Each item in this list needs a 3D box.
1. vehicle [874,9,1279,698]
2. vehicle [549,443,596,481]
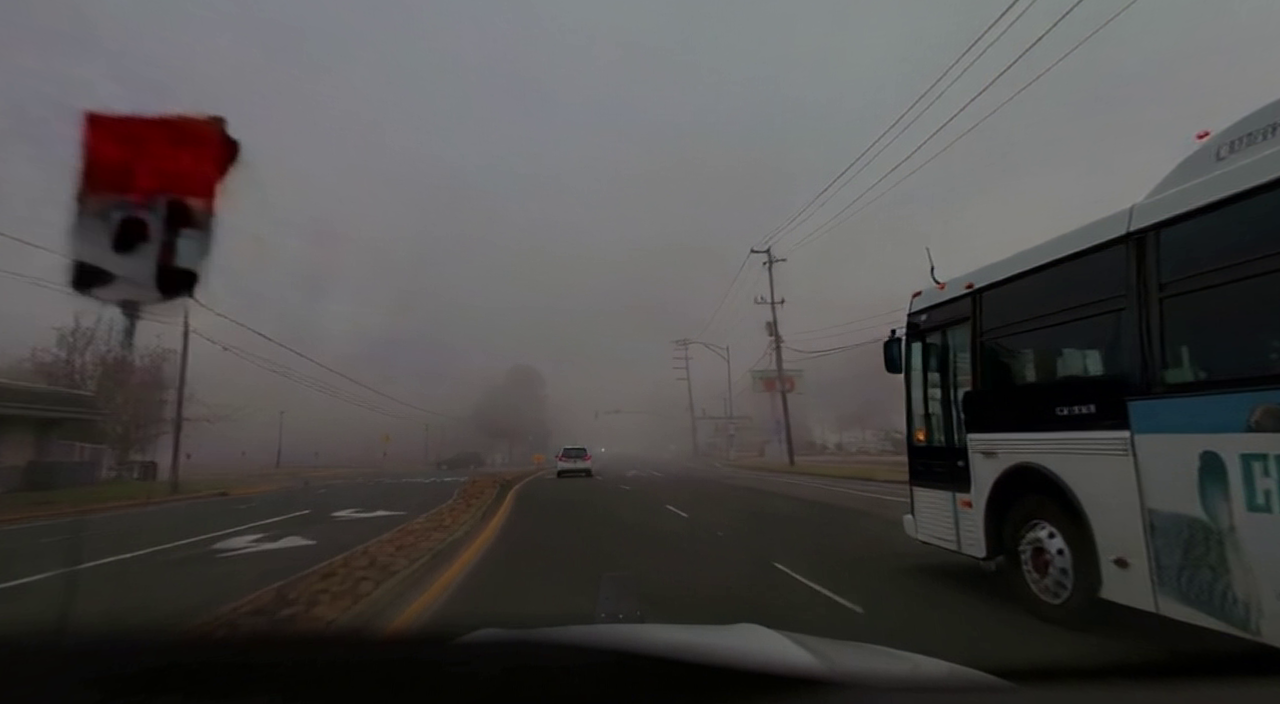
[{"bbox_3d":[4.712,-0.217,1.659,3.028,3.353,12.630,0,-9,-2],"label":"vehicle"},{"bbox_3d":[-3.186,5.116,29.748,2.032,1.621,4.082,1,-9,-7],"label":"vehicle"}]
